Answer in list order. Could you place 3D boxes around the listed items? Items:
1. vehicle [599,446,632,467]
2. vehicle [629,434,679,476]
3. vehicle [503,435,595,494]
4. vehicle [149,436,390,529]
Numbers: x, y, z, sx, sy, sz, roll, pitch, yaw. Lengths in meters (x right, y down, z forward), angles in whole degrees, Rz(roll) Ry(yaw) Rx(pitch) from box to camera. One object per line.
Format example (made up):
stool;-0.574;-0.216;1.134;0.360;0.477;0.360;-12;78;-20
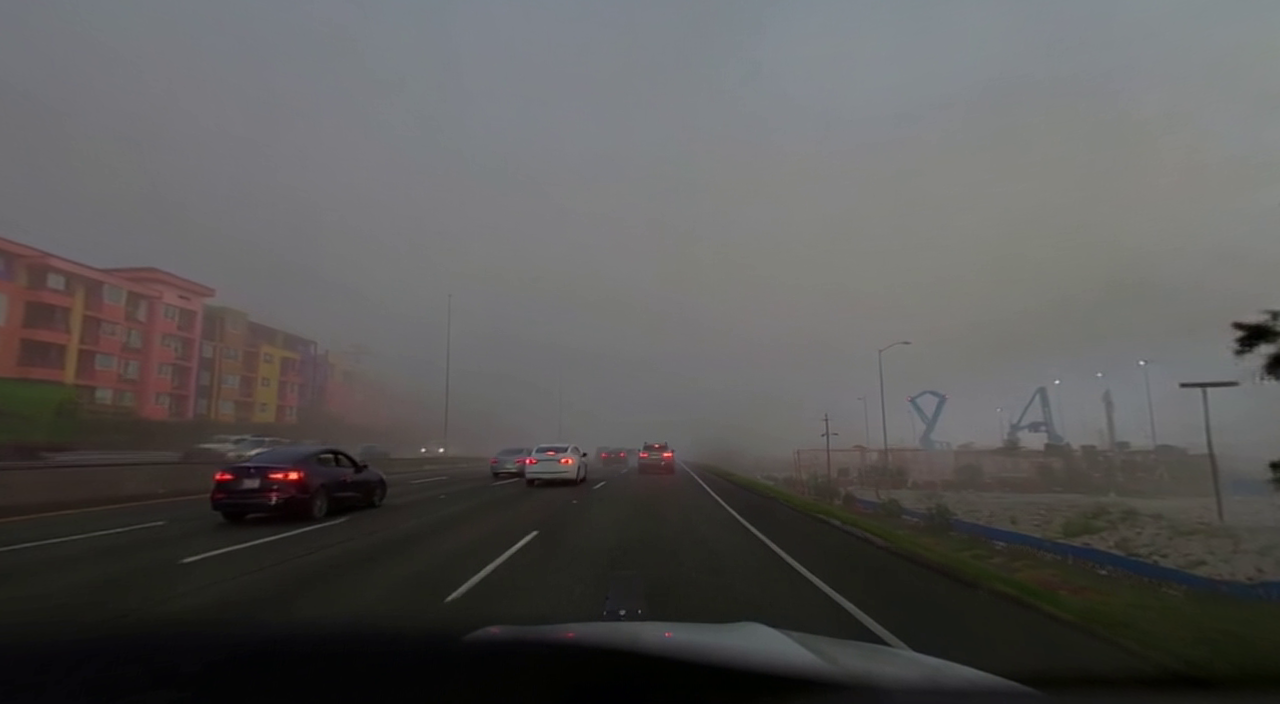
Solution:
vehicle;-1.807;7.825;47.491;2.029;1.497;3.960;0;-9;4
vehicle;0.652;4.720;28.985;2.116;1.763;4.352;0;-8;2
vehicle;-2.787;3.563;20.384;2.109;1.657;4.554;0;-8;2
vehicle;-6.924;2.451;12.506;1.959;1.486;4.460;0;-8;2
